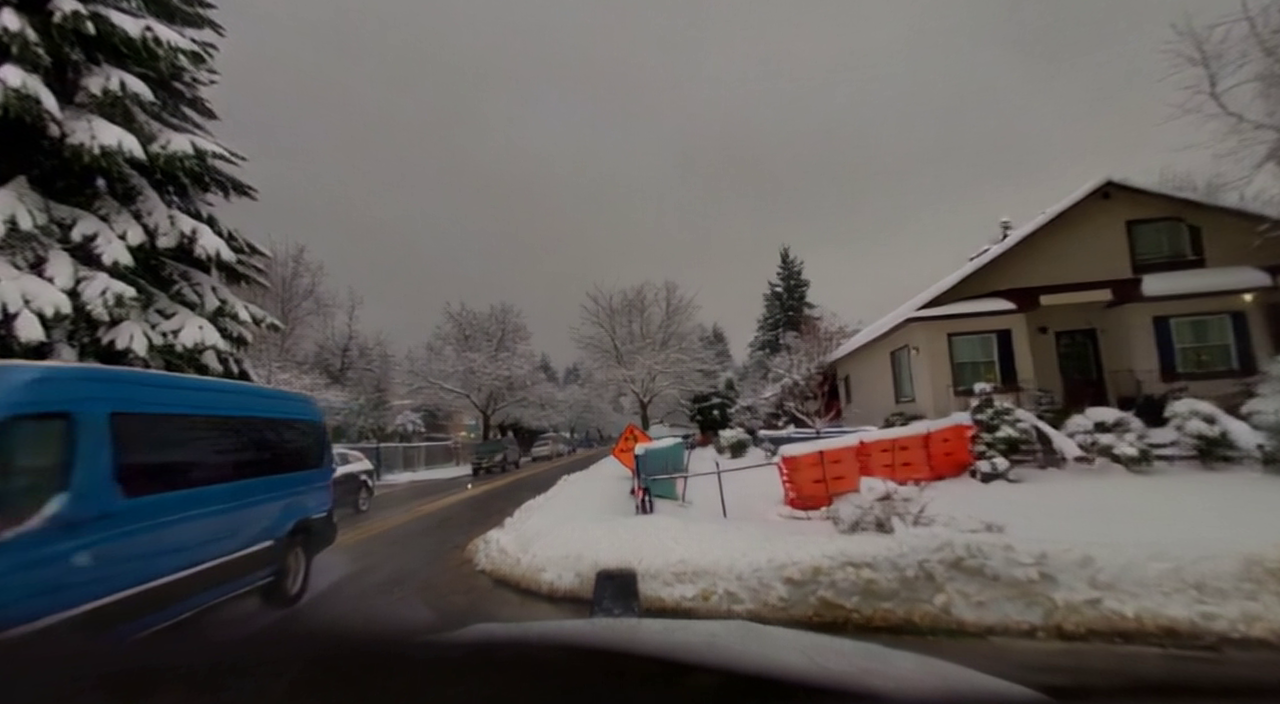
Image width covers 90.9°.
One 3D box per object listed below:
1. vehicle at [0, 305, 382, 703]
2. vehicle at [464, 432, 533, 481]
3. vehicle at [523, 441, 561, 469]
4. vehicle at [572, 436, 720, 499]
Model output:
[{"bbox_3d":[-3.792,1.044,4.265,2.219,1.984,4.712,0,-8,-2],"label":"vehicle"},{"bbox_3d":[-6.655,4.905,30.181,2.042,1.937,4.960,3,-6,1],"label":"vehicle"},{"bbox_3d":[-6.328,6.674,40.991,1.765,1.493,4.130,2,-6,0],"label":"vehicle"},{"bbox_3d":[0.269,3.004,16.971,1.827,1.436,4.070,-7,-10,39],"label":"vehicle"}]
